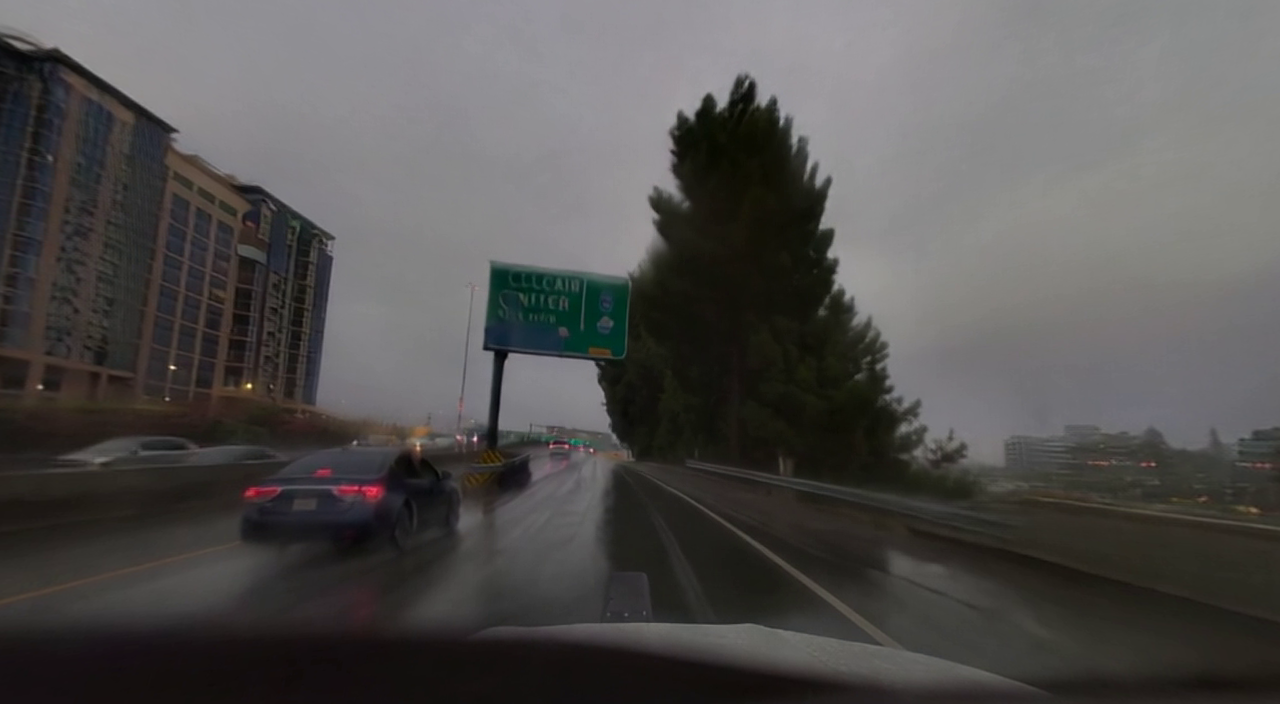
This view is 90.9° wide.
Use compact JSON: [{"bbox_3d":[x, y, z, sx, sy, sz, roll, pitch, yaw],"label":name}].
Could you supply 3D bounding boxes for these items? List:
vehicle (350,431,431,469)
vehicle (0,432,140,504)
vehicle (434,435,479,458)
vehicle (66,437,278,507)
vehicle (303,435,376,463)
[{"bbox_3d":[-11.823,4.699,30.233,2.078,1.664,4.595,0,-9,-2],"label":"vehicle"},{"bbox_3d":[-14.732,2.726,15.041,1.937,1.511,4.618,0,-9,-3],"label":"vehicle"},{"bbox_3d":[-12.729,6.635,44.050,1.953,1.520,4.549,0,-9,-2],"label":"vehicle"},{"bbox_3d":[-11.074,2.849,15.424,1.950,1.437,4.326,0,-9,-2],"label":"vehicle"},{"bbox_3d":[-16.261,5.292,34.401,1.982,1.442,4.367,0,-9,-3],"label":"vehicle"}]
